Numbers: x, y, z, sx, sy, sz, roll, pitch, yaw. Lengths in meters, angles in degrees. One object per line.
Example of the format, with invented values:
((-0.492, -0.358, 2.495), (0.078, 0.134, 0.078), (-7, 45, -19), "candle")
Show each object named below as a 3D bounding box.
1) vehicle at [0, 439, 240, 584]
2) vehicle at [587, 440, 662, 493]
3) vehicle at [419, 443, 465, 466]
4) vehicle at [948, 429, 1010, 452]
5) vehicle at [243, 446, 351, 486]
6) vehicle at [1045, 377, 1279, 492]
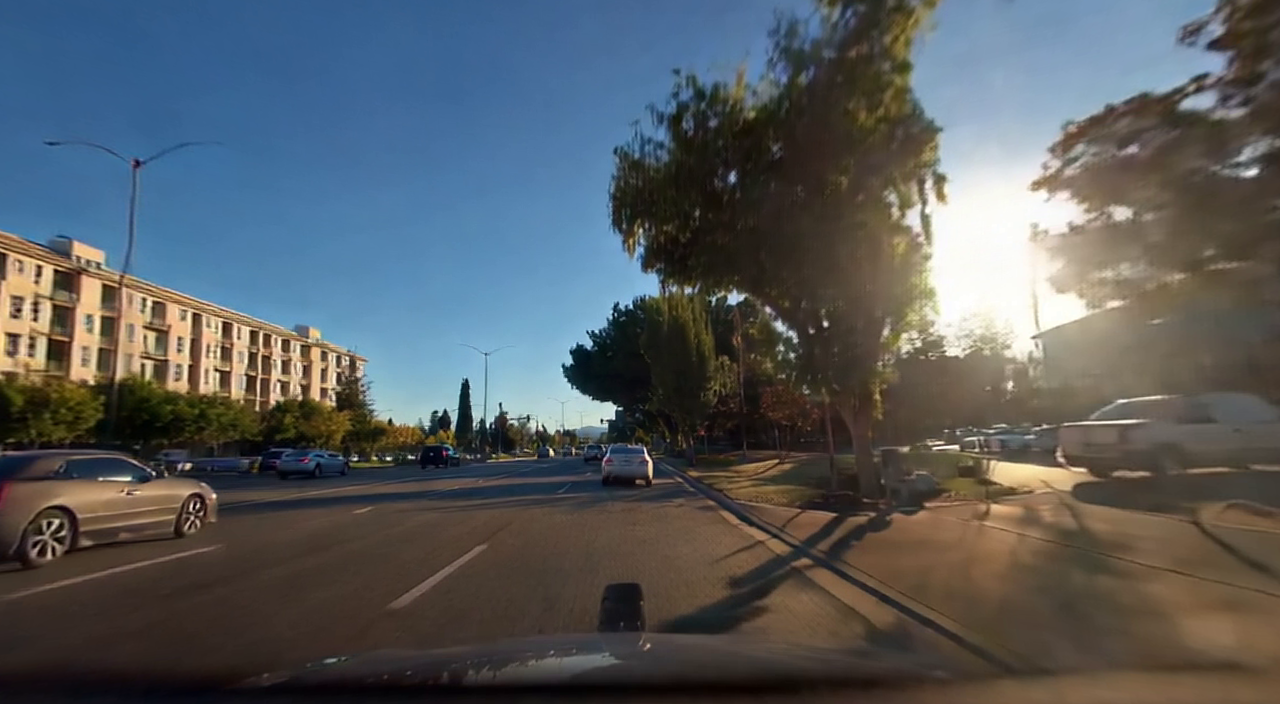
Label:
((-7.471, 1.848, 7.931), (1.906, 1.449, 4.576), (0, -9, -1), "vehicle")
((-0.484, 3.570, 20.015), (2.099, 1.469, 4.389), (0, -9, -1), "vehicle")
((-14.996, 7.782, 48.062), (2.064, 1.686, 4.380), (0, -9, 0), "vehicle")
((24.783, 6.479, 46.246), (3.437, 1.408, 1.759), (-4, -9, -5), "vehicle")
((-13.971, 4.650, 26.091), (2.024, 1.484, 4.592), (1, -9, -2), "vehicle")
((12.576, 1.717, 14.021), (5.253, 2.014, 2.666), (-4, -8, -5), "vehicle")
